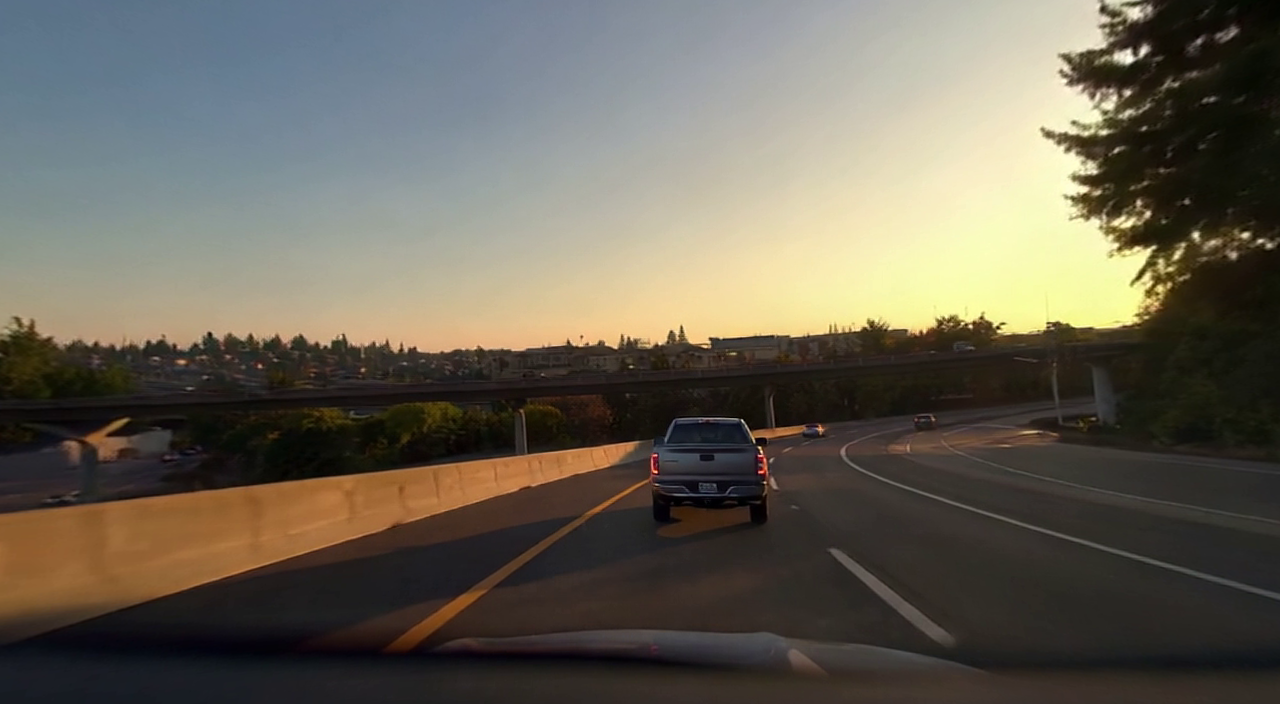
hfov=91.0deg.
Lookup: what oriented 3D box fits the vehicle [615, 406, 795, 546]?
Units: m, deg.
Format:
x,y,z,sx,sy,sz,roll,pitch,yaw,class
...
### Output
x,y,z,sx,sy,sz,roll,pitch,yaw,class
1.003,1.879,10.163,2.235,1.716,4.435,-1,-9,5,vehicle
